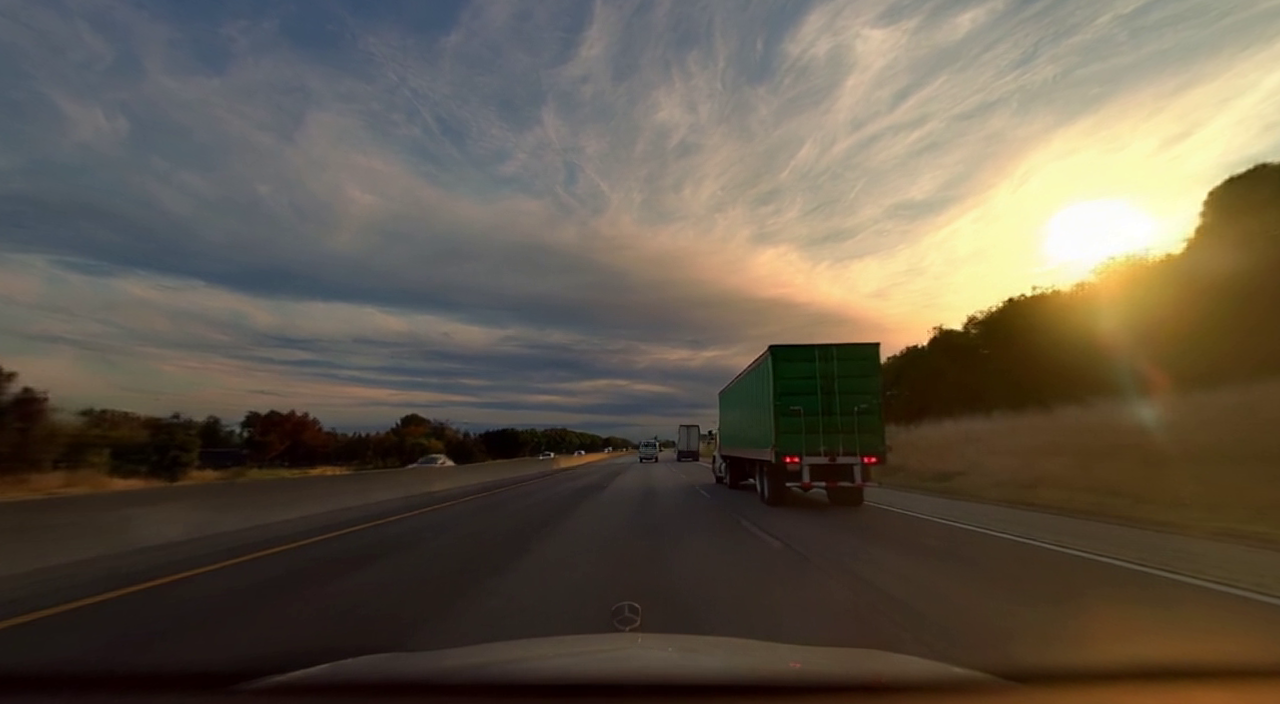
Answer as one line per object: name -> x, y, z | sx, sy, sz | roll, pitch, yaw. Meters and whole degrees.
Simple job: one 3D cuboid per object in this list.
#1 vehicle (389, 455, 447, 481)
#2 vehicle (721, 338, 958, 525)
vehicle -> -14.008, 7.328, 40.111 | 1.984, 1.488, 4.545 | 0, -9, 1
vehicle -> 4.159, 2.099, 15.918 | 2.960, 3.381, 8.914 | 0, -9, -1
